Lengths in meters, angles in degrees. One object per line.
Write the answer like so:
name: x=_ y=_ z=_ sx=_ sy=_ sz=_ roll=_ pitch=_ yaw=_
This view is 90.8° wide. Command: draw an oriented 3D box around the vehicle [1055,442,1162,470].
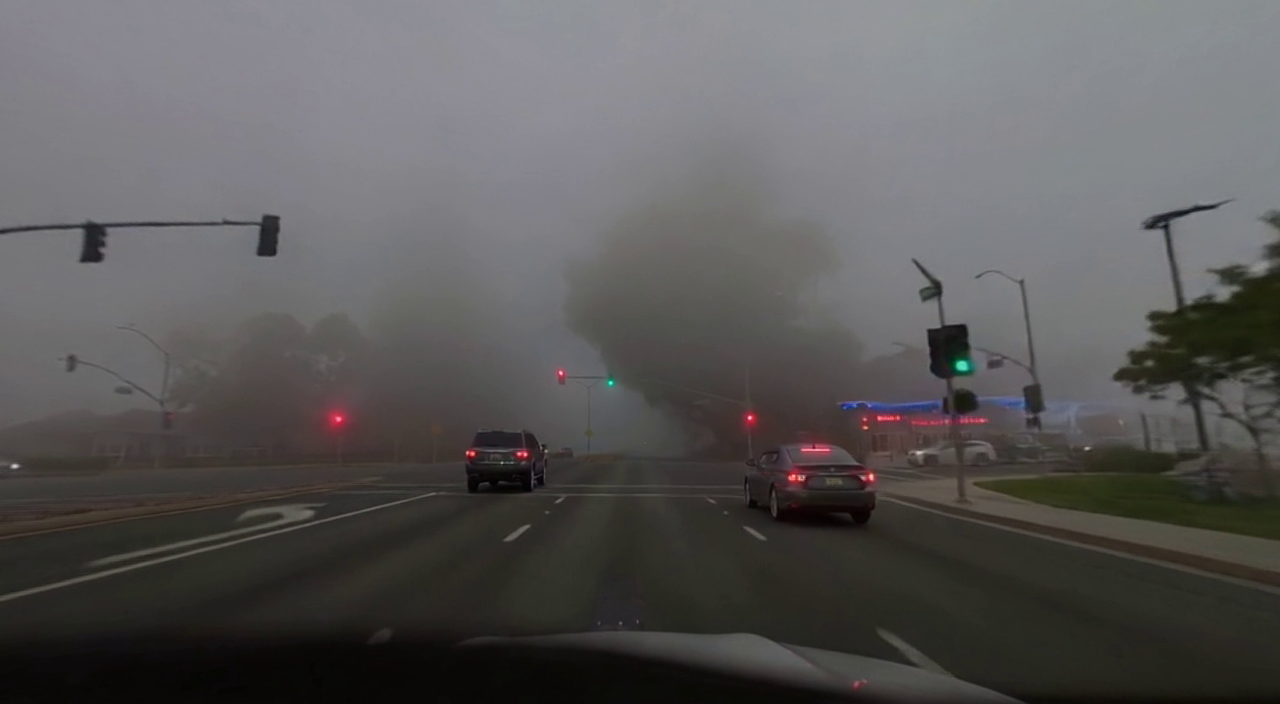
vehicle: x=28.297 y=6.273 z=38.273 sx=4.874 sy=1.625 sz=1.930 roll=0 pitch=-9 yaw=0

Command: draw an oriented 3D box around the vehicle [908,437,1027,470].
vehicle: x=19.928 y=6.228 z=38.662 sx=5.886 sy=1.798 sz=2.407 roll=-1 pitch=-9 yaw=0

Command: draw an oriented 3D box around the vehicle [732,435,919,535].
vehicle: x=3.205 y=2.408 z=12.143 sx=1.975 sy=1.502 sz=4.787 roll=0 pitch=-9 yaw=-2

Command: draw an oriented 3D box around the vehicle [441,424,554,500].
vehicle: x=-3.711 y=2.969 z=17.400 sx=1.997 sy=1.806 sz=4.500 roll=0 pitch=-9 yaw=1
